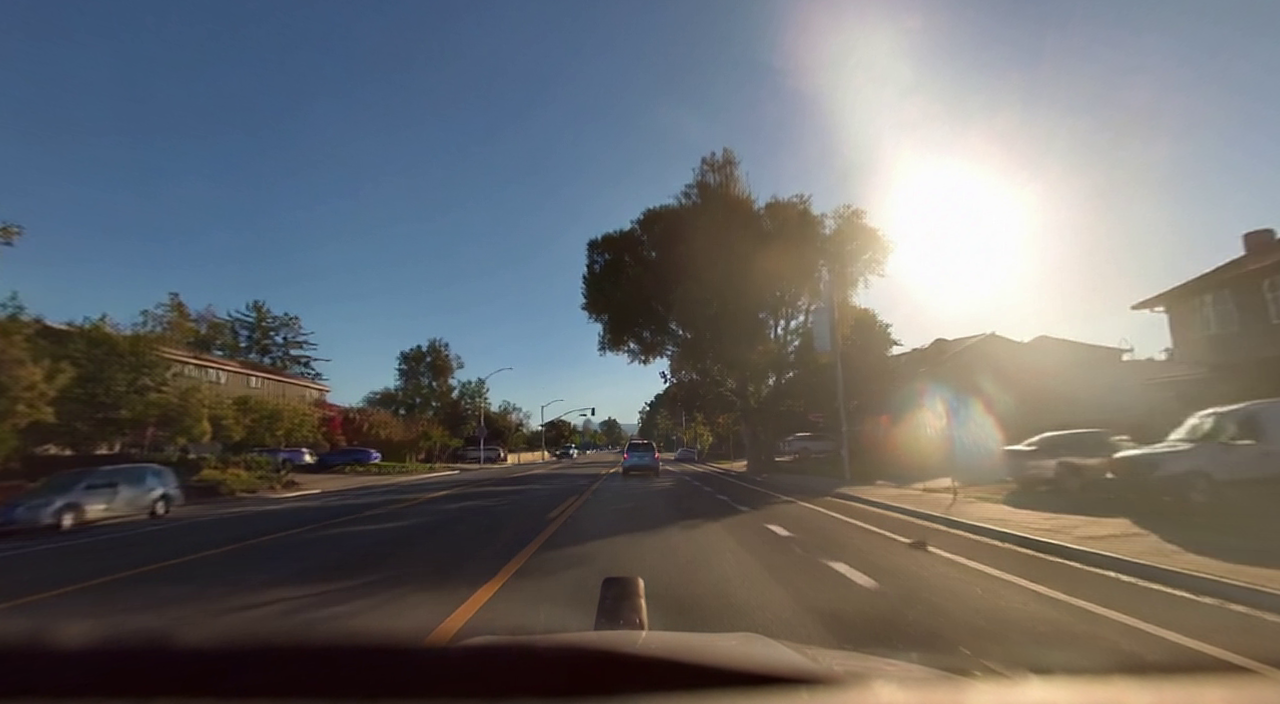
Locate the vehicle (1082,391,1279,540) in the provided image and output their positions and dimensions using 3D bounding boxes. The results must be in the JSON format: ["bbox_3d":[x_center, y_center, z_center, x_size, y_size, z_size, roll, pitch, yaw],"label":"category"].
[{"bbox_3d":[11.121,1.692,10.281,6.052,2.078,2.174,-3,-8,1],"label":"vehicle"}]

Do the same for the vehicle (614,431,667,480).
[{"bbox_3d":[-0.016,4.560,28.004,2.153,1.942,4.767,0,-9,-1],"label":"vehicle"}]

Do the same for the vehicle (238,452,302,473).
[{"bbox_3d":[-26.526,7.894,45.357,3.522,1.372,1.652,0,-9,-5],"label":"vehicle"}]

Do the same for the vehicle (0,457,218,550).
[{"bbox_3d":[-12.388,3.164,14.040,2.192,1.541,5.391,0,-9,2],"label":"vehicle"}]

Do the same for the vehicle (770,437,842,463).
[{"bbox_3d":[12.721,7.517,48.652,4.870,1.926,2.094,0,-8,-1],"label":"vehicle"}]

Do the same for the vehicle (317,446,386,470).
[{"bbox_3d":[-20.936,7.700,45.926,4.020,1.635,1.875,0,-8,2],"label":"vehicle"}]
